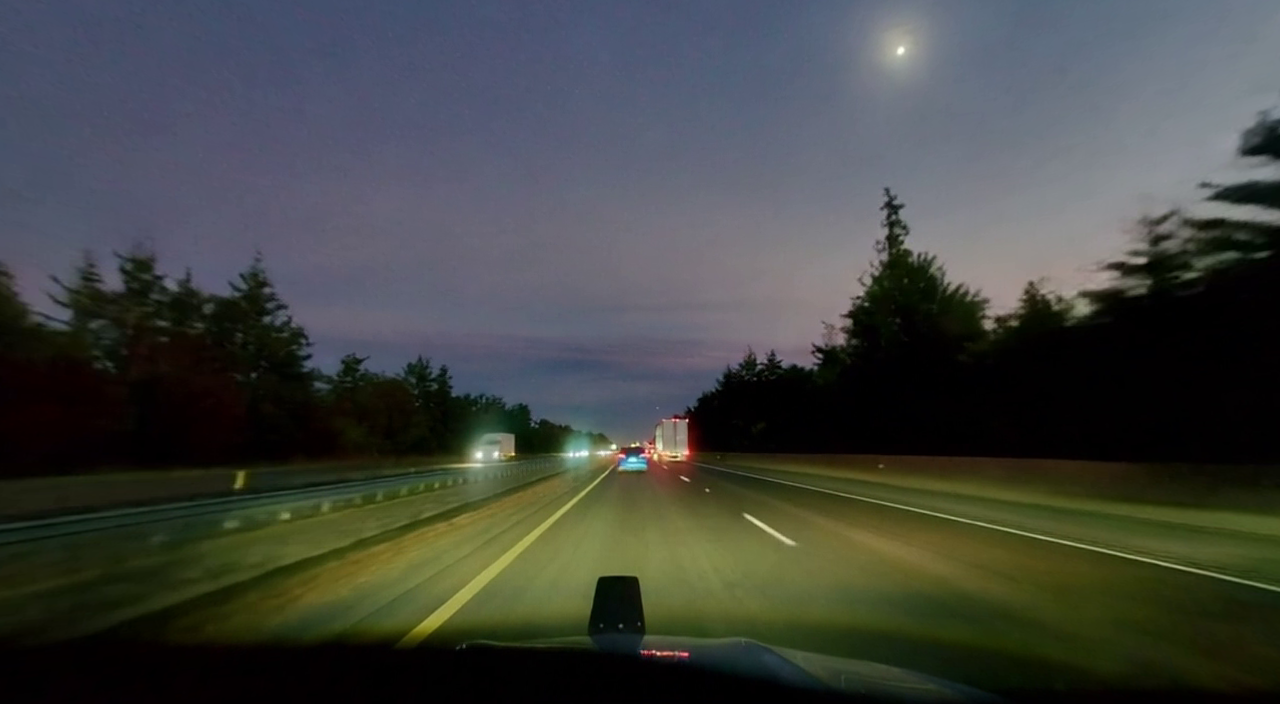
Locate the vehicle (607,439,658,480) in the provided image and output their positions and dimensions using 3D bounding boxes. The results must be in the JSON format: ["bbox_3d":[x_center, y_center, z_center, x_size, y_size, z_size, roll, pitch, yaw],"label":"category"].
[{"bbox_3d":[-0.354,4.922,28.992,2.190,1.706,4.062,0,-9,-1],"label":"vehicle"}]
